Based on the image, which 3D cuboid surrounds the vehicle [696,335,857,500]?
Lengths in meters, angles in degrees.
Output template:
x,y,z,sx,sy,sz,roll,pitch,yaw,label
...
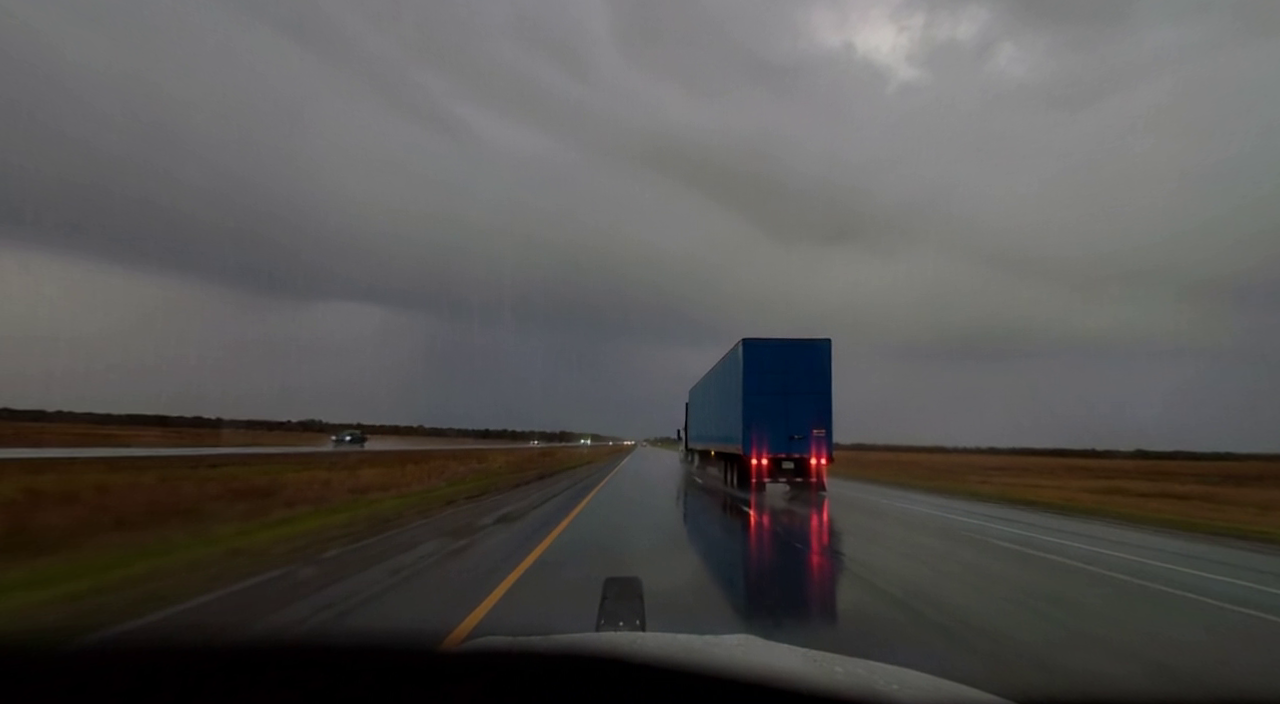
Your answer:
x,y,z,sx,sy,sz,roll,pitch,yaw,label
4.039,2.623,22.584,2.818,4.206,12.987,0,-9,0,vehicle
